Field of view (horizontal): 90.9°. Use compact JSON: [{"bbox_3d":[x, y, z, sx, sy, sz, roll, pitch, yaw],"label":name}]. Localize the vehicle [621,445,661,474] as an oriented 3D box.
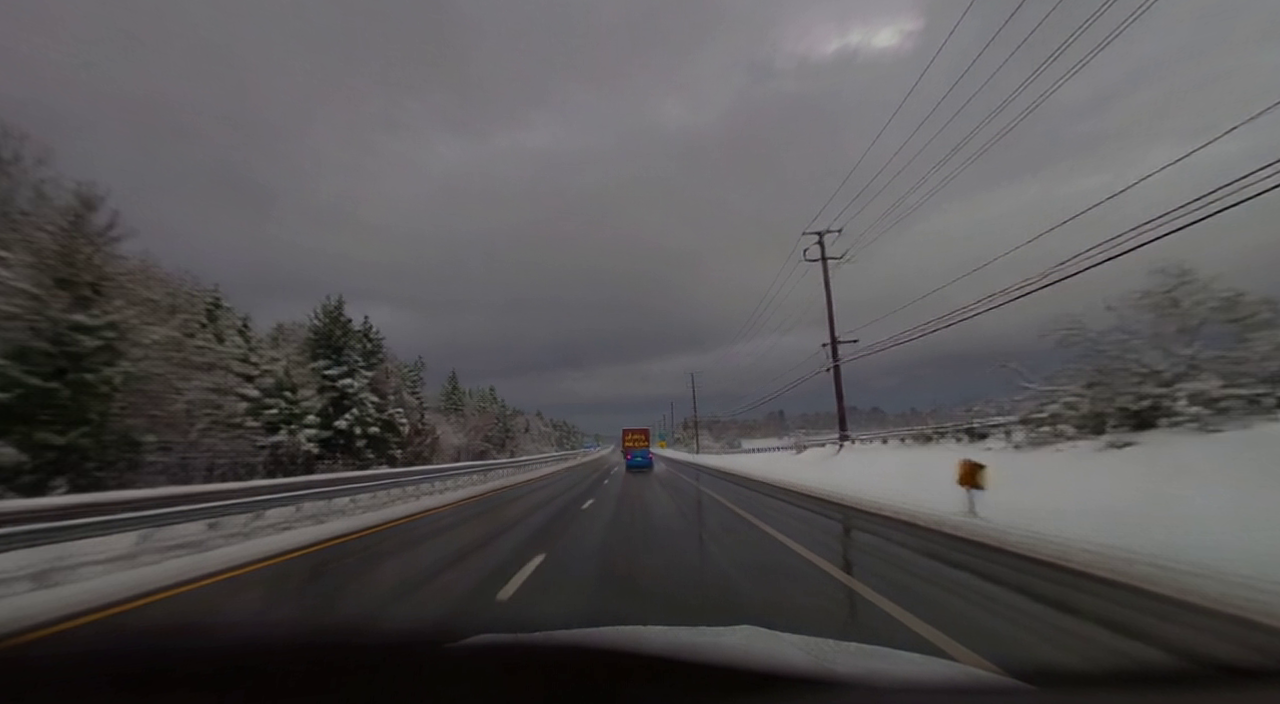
[{"bbox_3d":[0.026,5.893,34.669,2.080,1.486,3.813,0,-9,-1],"label":"vehicle"}]
